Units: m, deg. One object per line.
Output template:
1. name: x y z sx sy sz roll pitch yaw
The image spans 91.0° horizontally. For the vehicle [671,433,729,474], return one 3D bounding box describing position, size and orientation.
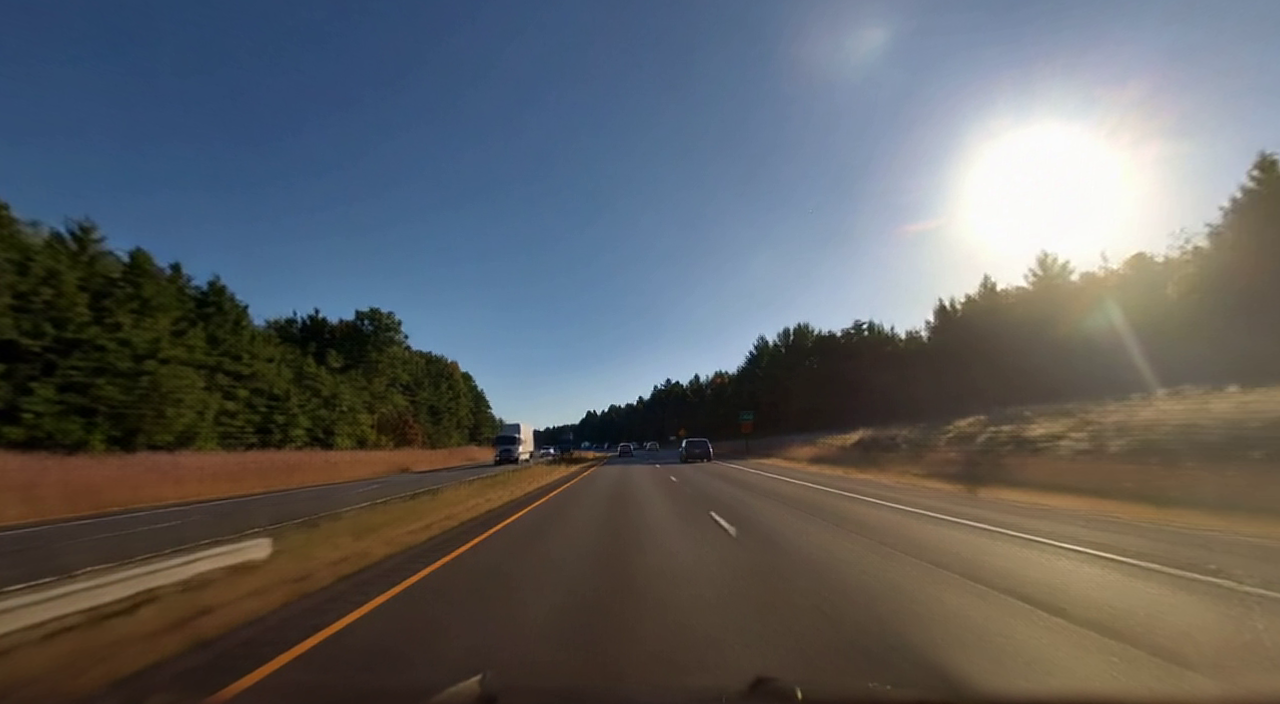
1. vehicle: 2.662 4.619 28.876 2.043 1.673 4.016 0 -8 -3
